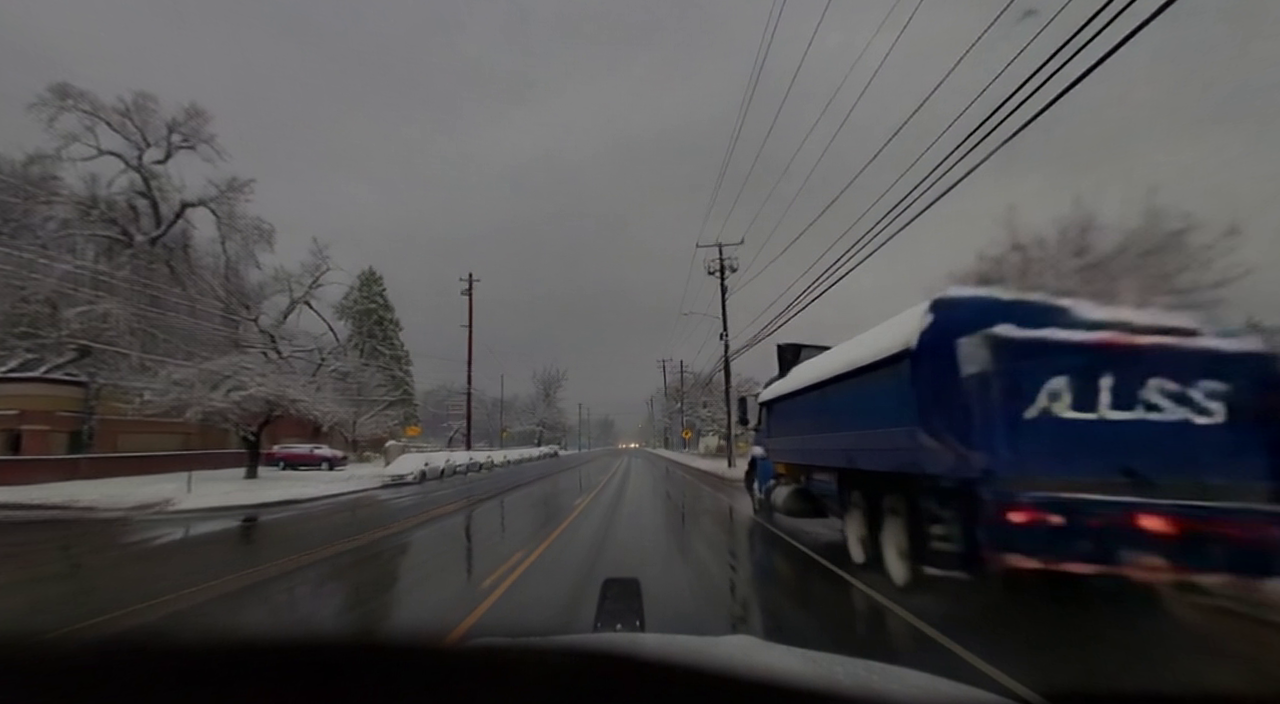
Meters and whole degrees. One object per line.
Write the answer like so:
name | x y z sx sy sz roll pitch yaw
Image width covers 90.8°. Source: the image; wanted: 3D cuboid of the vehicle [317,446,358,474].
vehicle | -18.946 6.785 39.715 1.795 1.535 4.163 0 -9 -18

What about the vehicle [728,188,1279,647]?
vehicle | 3.690 1.030 8.977 3.168 3.106 9.350 0 -8 -2

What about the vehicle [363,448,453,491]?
vehicle | -8.833 4.502 24.517 1.939 1.480 4.632 0 -9 -3

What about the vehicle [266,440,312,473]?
vehicle | -21.526 6.403 38.894 1.954 1.868 4.977 3 -9 -24
